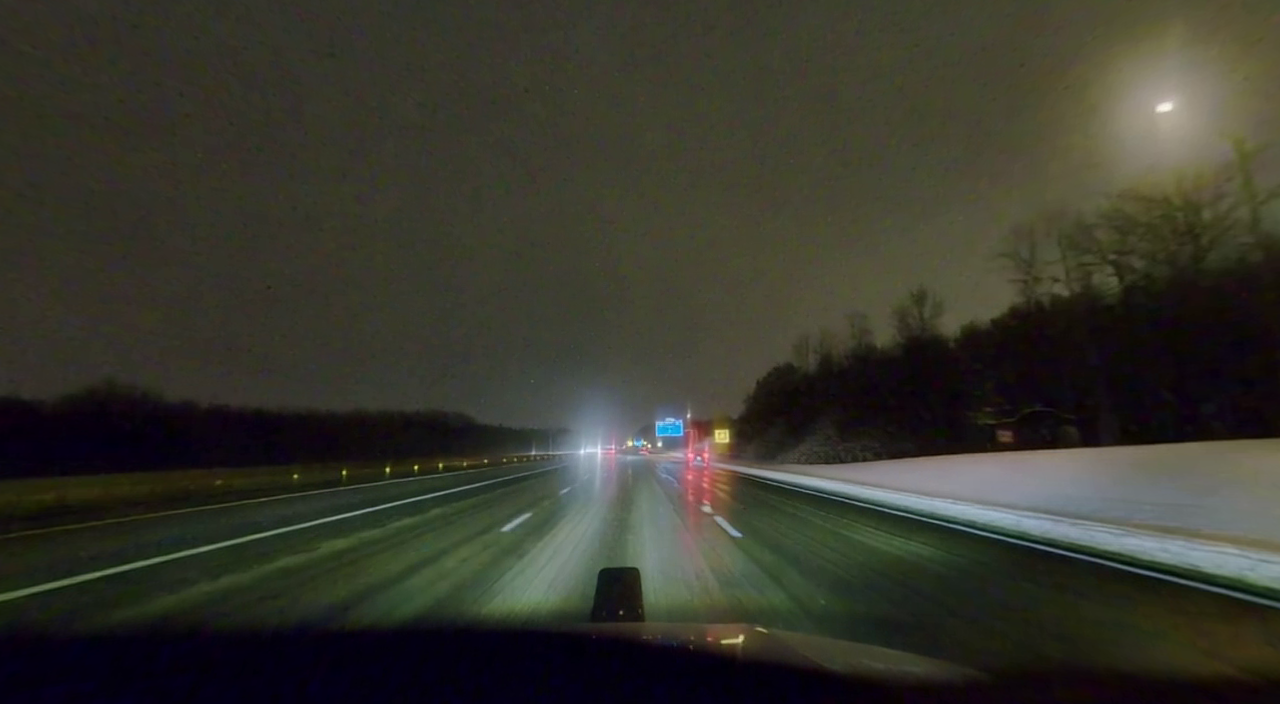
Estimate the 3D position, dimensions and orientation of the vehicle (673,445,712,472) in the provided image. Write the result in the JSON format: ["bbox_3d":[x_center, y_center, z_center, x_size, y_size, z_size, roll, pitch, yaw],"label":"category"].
[{"bbox_3d":[3.543,7.286,43.342,2.133,1.746,4.511,0,-9,-1],"label":"vehicle"}]
